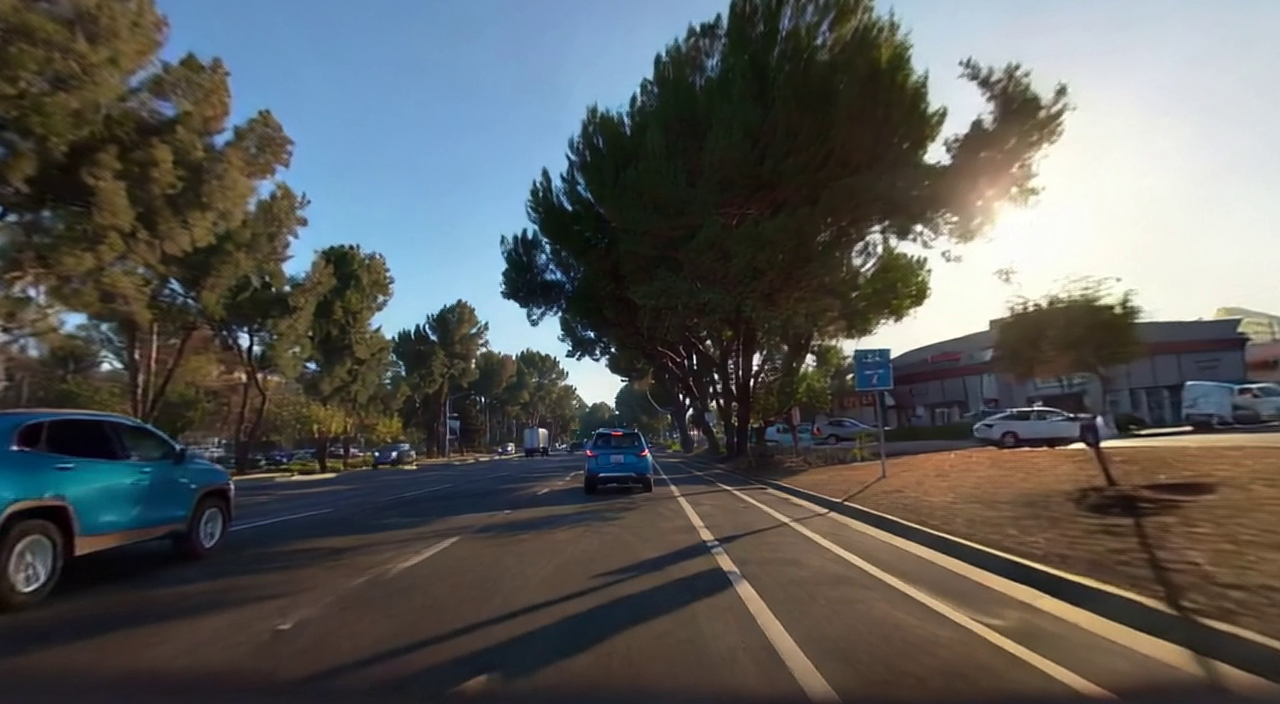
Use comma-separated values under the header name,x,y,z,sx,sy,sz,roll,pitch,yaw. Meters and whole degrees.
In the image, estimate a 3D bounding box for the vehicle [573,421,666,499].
name,x,y,z,sx,sy,sz,roll,pitch,yaw
vehicle,-0.490,2.795,16.686,2.131,1.761,4.242,0,-8,-1

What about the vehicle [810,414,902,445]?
name,x,y,z,sx,sy,sz,roll,pitch,yaw
vehicle,13.141,4.778,38.678,4.873,1.796,1.990,0,-8,1

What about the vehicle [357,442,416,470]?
name,x,y,z,sx,sy,sz,roll,pitch,yaw
vehicle,-16.688,6.828,41.807,1.956,1.753,4.621,0,-8,1

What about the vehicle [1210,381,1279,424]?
name,x,y,z,sx,sy,sz,roll,pitch,yaw
vehicle,26.948,2.247,27.608,1.895,1.576,4.434,-5,-10,28

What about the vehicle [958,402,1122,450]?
name,x,y,z,sx,sy,sz,roll,pitch,yaw
vehicle,13.152,2.486,20.983,4.204,1.486,1.781,0,-8,0

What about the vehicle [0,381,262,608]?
name,x,y,z,sx,sy,sz,roll,pitch,yaw
vehicle,-6.332,1.359,6.510,2.178,1.819,4.530,0,-8,-2
